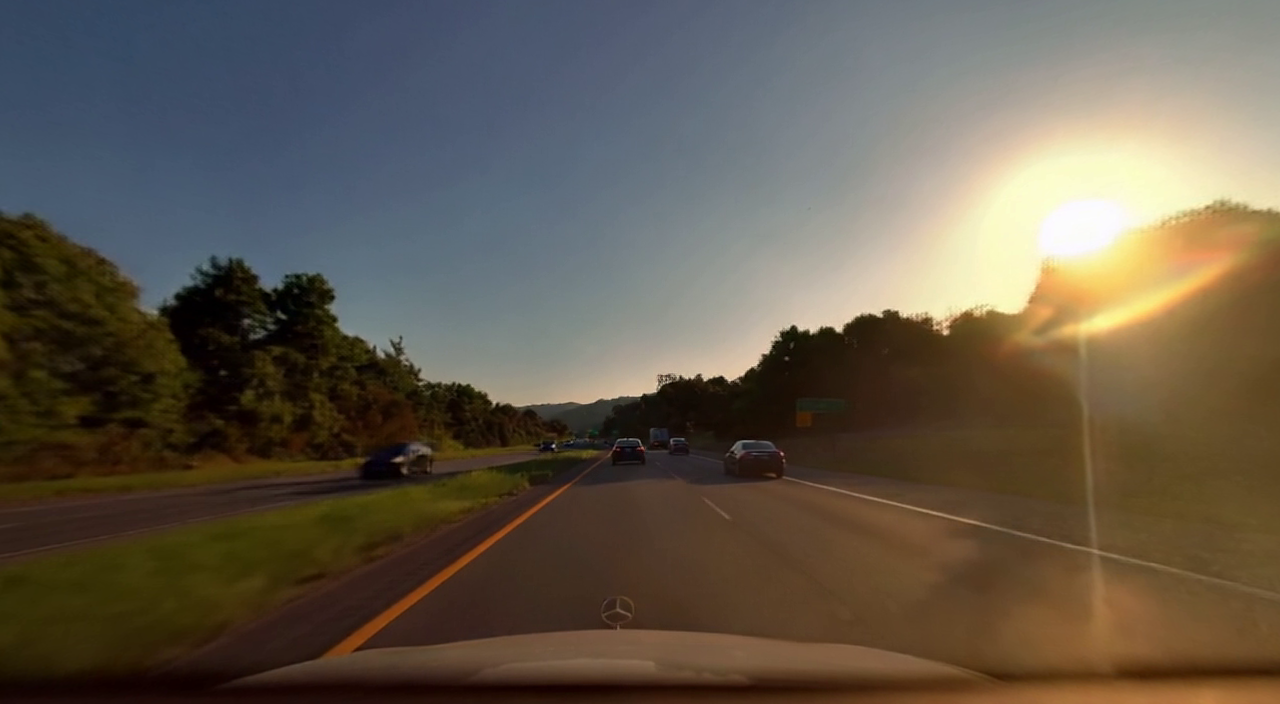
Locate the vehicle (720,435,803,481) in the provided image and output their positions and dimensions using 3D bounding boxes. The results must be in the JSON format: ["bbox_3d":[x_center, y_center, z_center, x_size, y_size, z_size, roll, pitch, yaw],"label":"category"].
[{"bbox_3d":[4.398,3.879,23.508,2.066,1.526,4.216,0,-8,-3],"label":"vehicle"}]

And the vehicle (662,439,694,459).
[{"bbox_3d":[2.863,7.385,48.239,2.004,1.469,4.472,0,-8,-2],"label":"vehicle"}]

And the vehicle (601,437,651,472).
[{"bbox_3d":[-0.636,4.657,28.916,2.143,1.466,3.693,0,-8,-1],"label":"vehicle"}]

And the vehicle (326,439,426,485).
[{"bbox_3d":[-9.306,3.876,22.631,1.895,1.453,4.000,0,-8,-1],"label":"vehicle"}]
